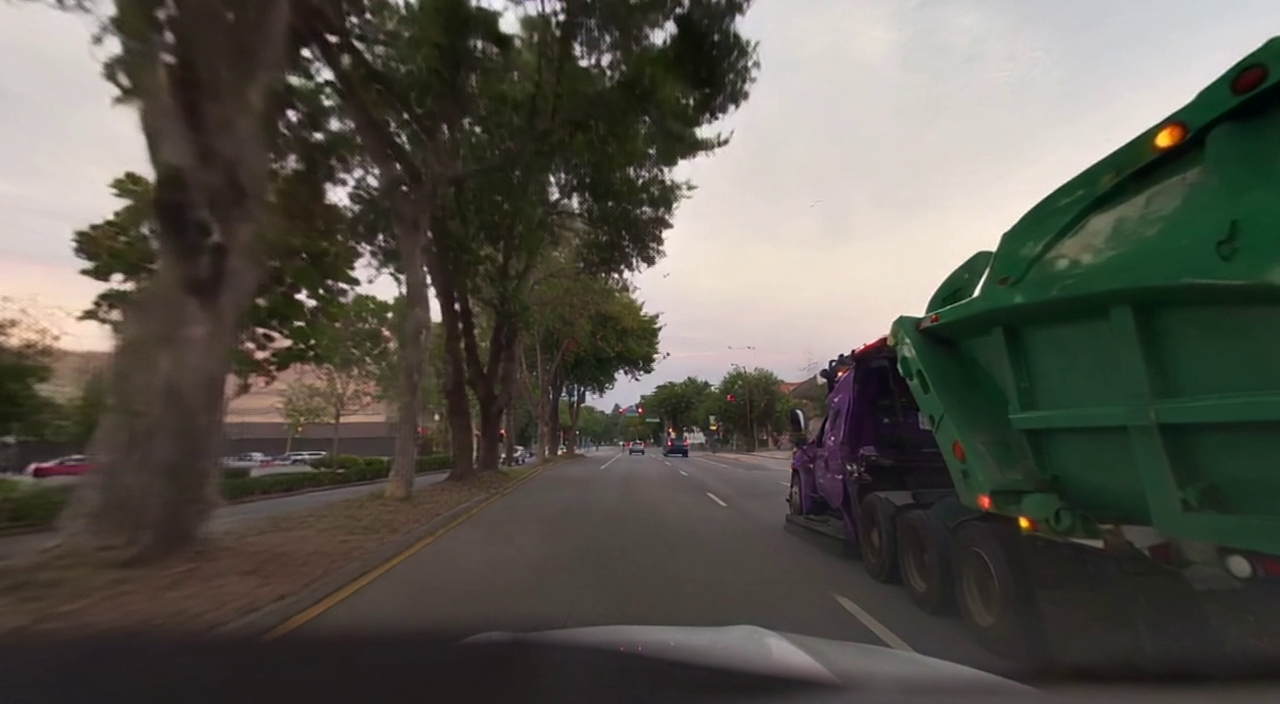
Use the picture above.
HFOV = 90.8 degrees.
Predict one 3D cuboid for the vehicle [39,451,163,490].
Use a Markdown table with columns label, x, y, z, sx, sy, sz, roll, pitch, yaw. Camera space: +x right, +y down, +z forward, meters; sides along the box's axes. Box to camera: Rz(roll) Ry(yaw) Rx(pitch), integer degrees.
| label | x | y | z | sx | sy | sz | roll | pitch | yaw |
| --- | --- | --- | --- | --- | --- | --- | --- | --- | --- |
| vehicle | -28.155 | 6.239 | 33.257 | 1.978 | 1.781 | 4.917 | -3 | -11 | 3 |

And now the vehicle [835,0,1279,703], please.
| label | x | y | z | sx | sy | sz | roll | pitch | yaw |
| --- | --- | --- | --- | --- | --- | --- | --- | --- | --- |
| vehicle | 3.849 | -0.028 | 2.371 | 2.731 | 3.407 | 10.262 | 0 | -9 | -1 |
